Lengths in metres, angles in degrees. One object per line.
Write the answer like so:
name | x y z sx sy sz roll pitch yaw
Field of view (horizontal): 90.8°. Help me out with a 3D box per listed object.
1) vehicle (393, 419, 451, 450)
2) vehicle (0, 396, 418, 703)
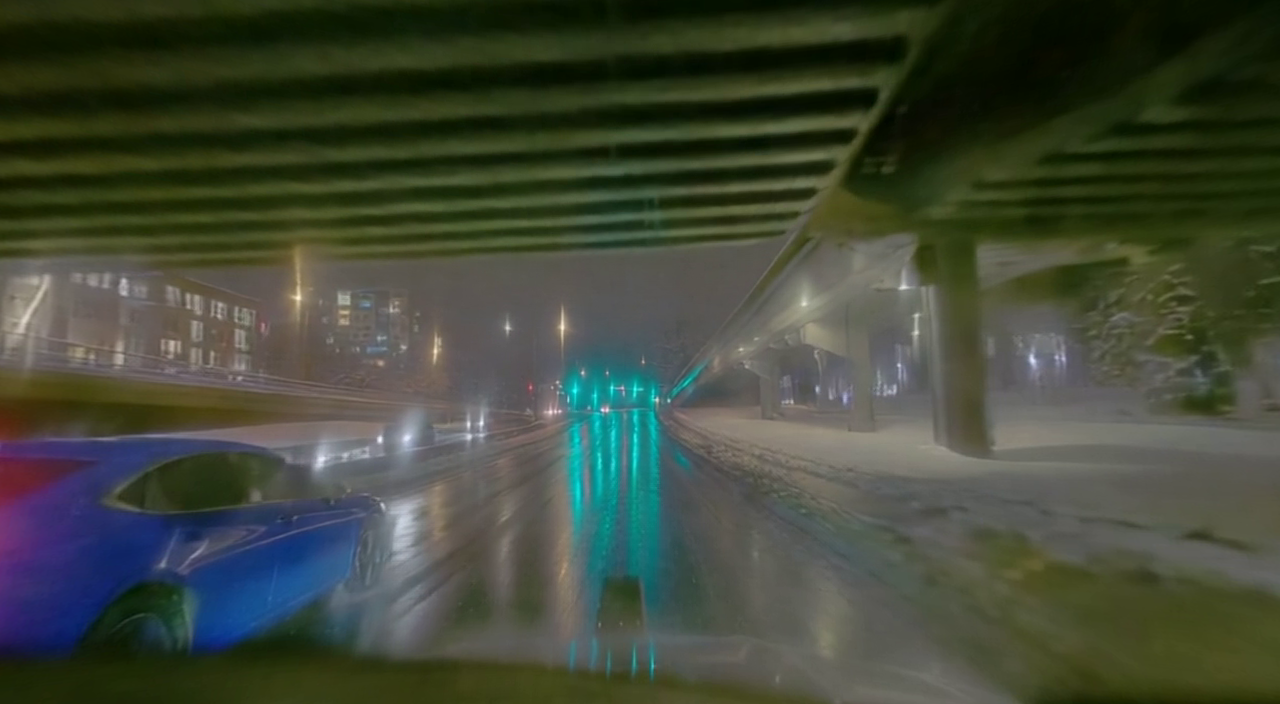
vehicle | -13.734 5.185 40.082 1.983 1.649 4.565 -1 -4 1
vehicle | -3.172 1.169 3.924 2.041 1.470 4.290 -1 -8 0
